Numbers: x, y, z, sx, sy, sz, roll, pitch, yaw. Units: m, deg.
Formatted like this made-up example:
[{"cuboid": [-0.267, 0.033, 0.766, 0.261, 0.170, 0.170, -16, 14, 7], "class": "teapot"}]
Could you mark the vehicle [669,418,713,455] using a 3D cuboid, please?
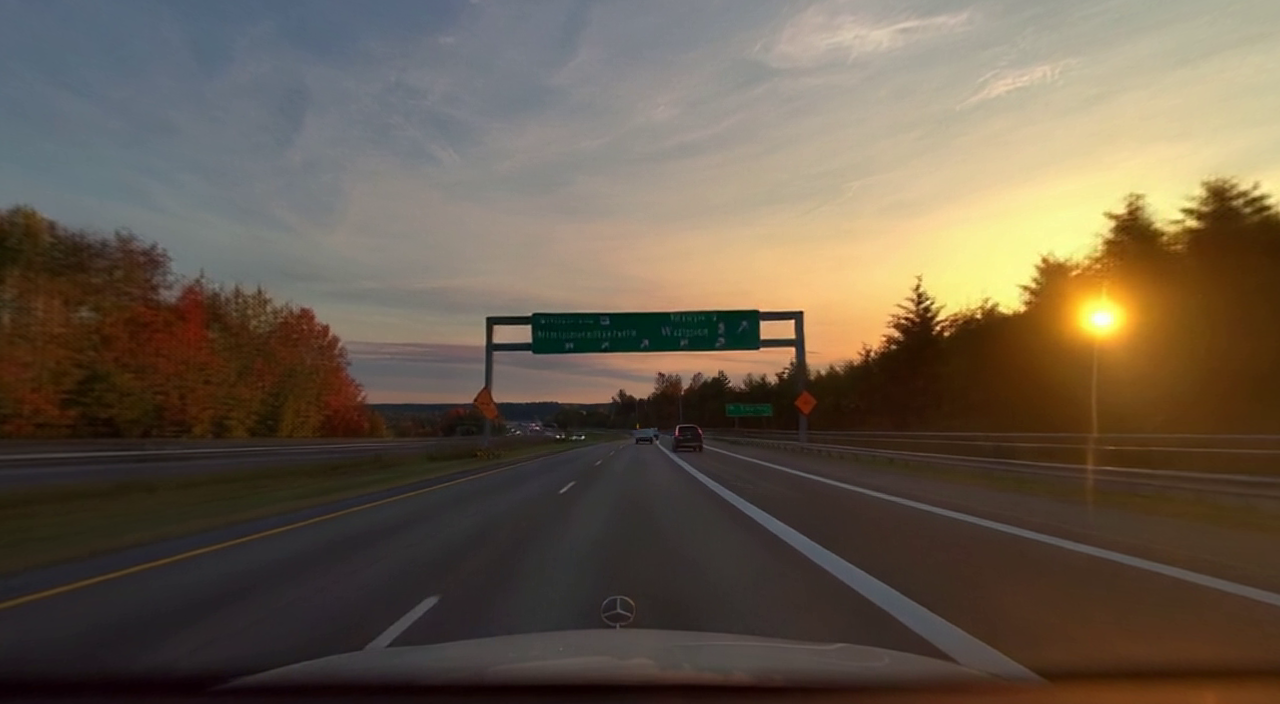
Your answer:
[{"cuboid": [3.323, 5.642, 42.016, 2.450, 2.314, 4.753, 0, -8, -1], "class": "vehicle"}]
